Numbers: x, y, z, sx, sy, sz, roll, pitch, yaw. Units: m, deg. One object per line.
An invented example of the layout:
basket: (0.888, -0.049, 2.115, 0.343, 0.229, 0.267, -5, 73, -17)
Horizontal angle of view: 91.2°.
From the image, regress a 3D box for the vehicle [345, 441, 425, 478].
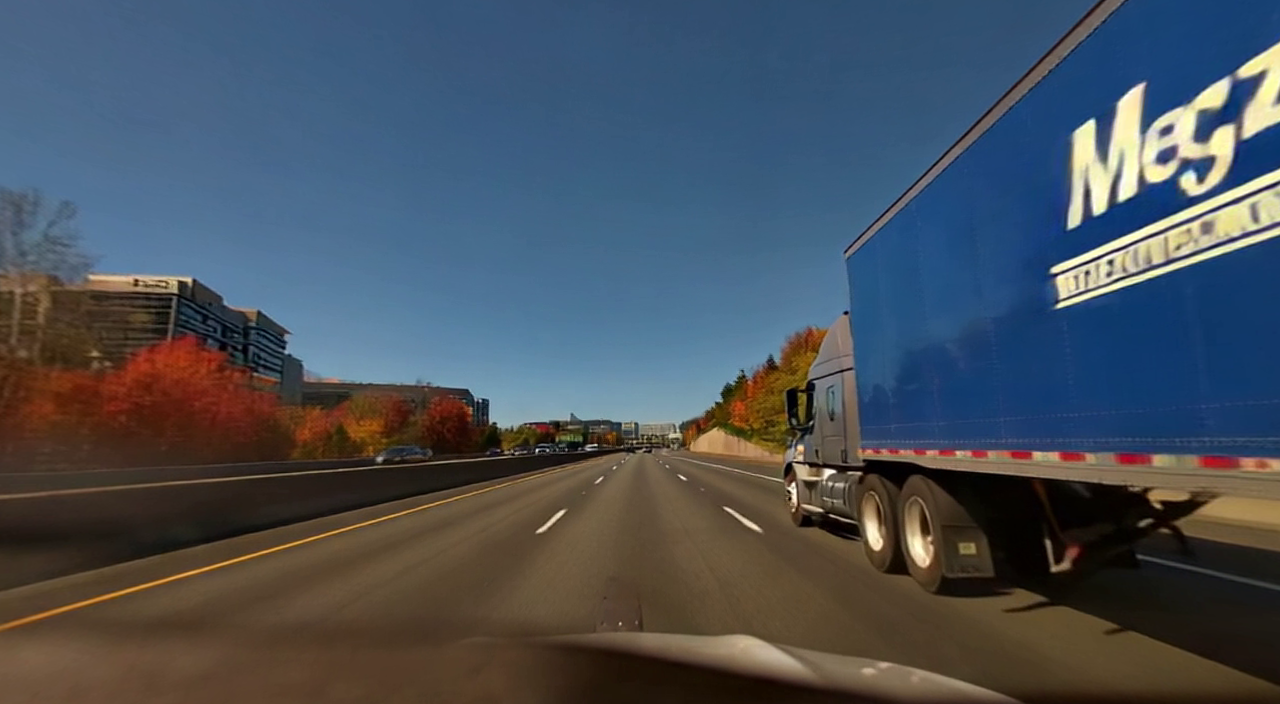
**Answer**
vehicle: (-11.984, 5.084, 29.816, 1.931, 1.603, 4.362, 0, -9, 0)

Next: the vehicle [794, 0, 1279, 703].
vehicle: (4.146, -0.352, 1.844, 3.003, 3.880, 16.814, 0, -9, -1)
